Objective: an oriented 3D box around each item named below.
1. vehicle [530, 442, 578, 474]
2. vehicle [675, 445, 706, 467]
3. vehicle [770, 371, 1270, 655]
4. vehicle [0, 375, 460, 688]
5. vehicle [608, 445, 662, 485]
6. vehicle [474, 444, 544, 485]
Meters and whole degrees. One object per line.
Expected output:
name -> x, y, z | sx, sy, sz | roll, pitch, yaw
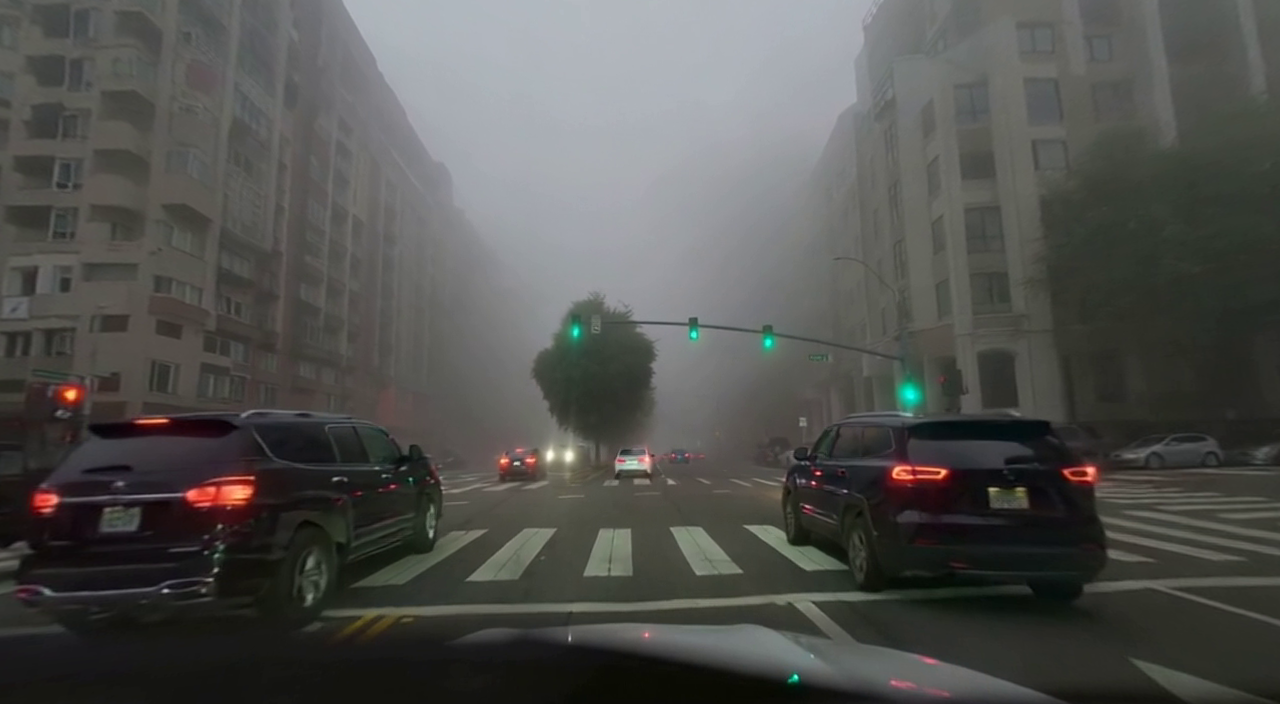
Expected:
vehicle -> -5.153, 6.414, 38.506 | 2.275, 1.816, 4.923 | 0, -8, -1
vehicle -> 3.824, 7.952, 48.462 | 1.906, 1.608, 4.050 | 0, -8, -1
vehicle -> 3.006, 1.395, 6.614 | 2.129, 1.844, 4.767 | 0, -8, -2
vehicle -> -3.337, 1.407, 6.200 | 2.031, 1.873, 4.581 | 0, -8, -3
vehicle -> -0.229, 4.590, 26.101 | 2.059, 1.492, 4.033 | 0, -8, -1
vehicle -> -5.665, 4.918, 27.907 | 2.062, 1.532, 4.830 | -3, -9, 0
